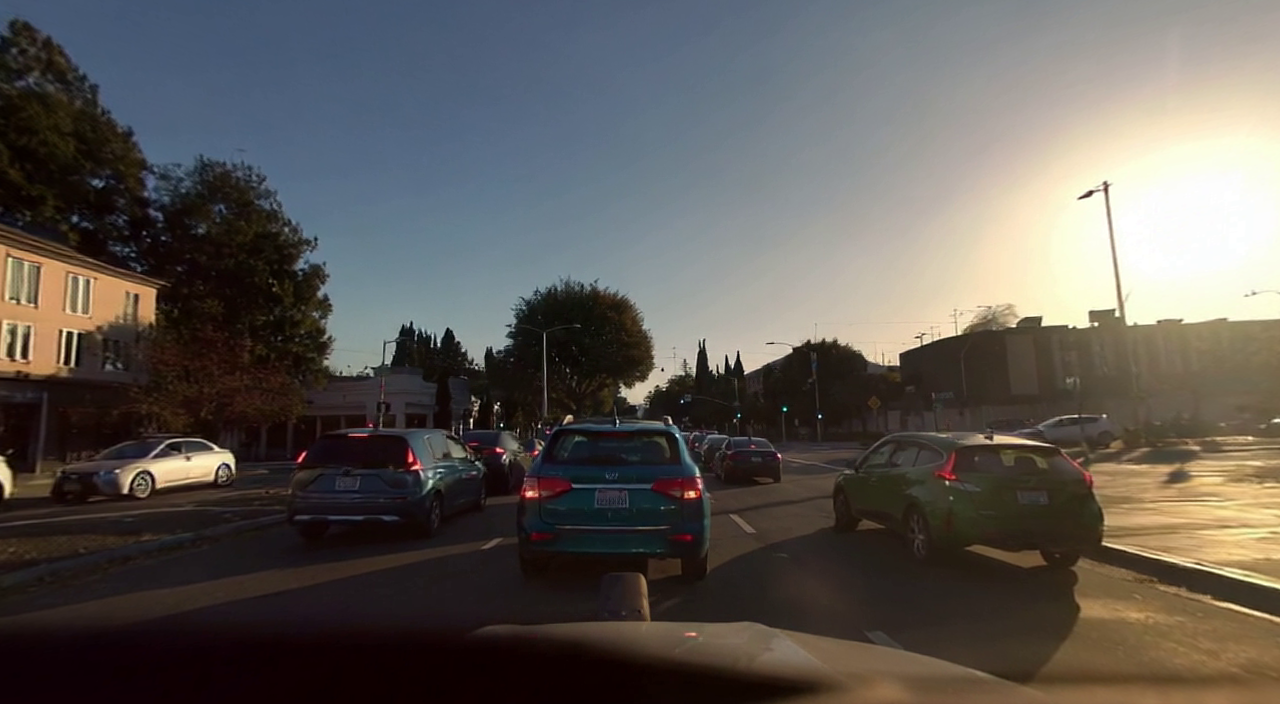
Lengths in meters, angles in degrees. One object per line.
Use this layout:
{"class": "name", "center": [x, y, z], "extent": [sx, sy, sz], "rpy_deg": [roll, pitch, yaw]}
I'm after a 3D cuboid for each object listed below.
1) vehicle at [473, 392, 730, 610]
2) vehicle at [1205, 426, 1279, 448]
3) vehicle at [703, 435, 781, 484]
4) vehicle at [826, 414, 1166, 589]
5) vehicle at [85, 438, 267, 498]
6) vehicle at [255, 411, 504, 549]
{"class": "vehicle", "center": [-0.238, 1.471, 7.069], "extent": [2.022, 1.700, 4.084], "rpy_deg": [0, -8, 2]}
{"class": "vehicle", "center": [44.645, 6.230, 45.820], "extent": [4.624, 1.515, 1.754], "rpy_deg": [-4, -9, 24]}
{"class": "vehicle", "center": [3.319, 3.563, 21.158], "extent": [1.948, 1.475, 4.093], "rpy_deg": [0, -8, 0]}
{"class": "vehicle", "center": [3.775, 1.629, 7.629], "extent": [1.847, 1.554, 3.885], "rpy_deg": [0, -8, 0]}
{"class": "vehicle", "center": [-15.240, 3.803, 21.149], "extent": [1.972, 1.759, 5.347], "rpy_deg": [0, -8, 1]}
{"class": "vehicle", "center": [-3.740, 1.917, 10.073], "extent": [2.012, 1.701, 4.316], "rpy_deg": [0, -8, 2]}
